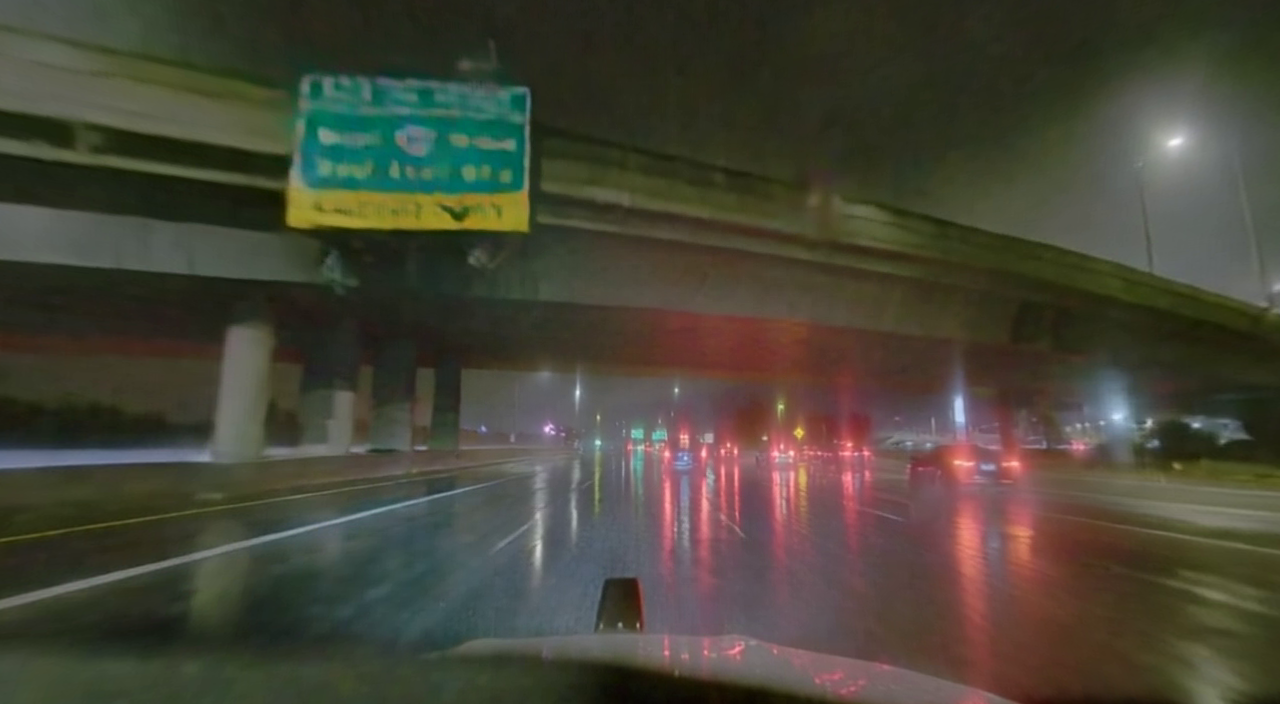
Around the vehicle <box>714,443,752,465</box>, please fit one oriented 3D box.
[{"bbox_3d":[6.936,7.640,47.505,2.075,1.611,4.421,0,-8,-1],"label":"vehicle"}]

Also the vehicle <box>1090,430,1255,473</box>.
[{"bbox_3d":[20.468,3.854,24.667,1.821,1.479,5.004,1,-8,-5],"label":"vehicle"}]
